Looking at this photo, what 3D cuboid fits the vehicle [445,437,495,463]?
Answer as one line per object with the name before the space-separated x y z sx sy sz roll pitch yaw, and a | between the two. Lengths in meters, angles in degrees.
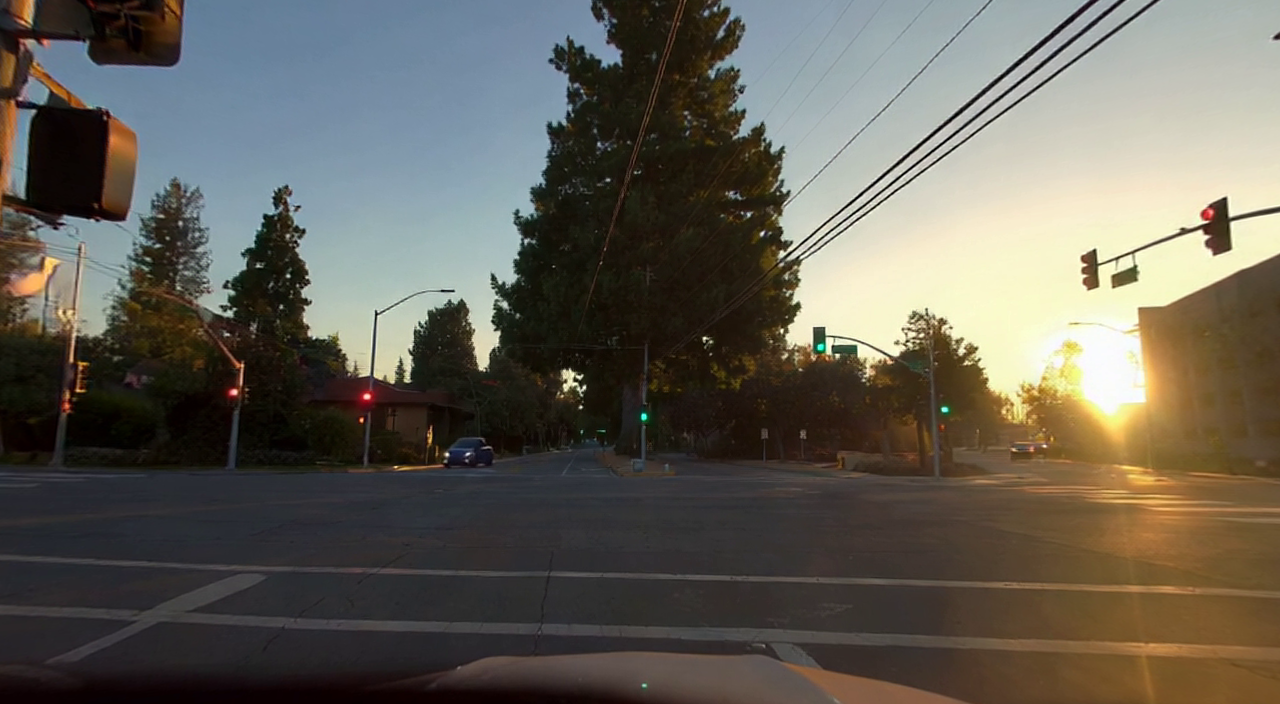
vehicle | -12.581 7.286 46.970 2.238 1.827 5.007 0 -8 1
